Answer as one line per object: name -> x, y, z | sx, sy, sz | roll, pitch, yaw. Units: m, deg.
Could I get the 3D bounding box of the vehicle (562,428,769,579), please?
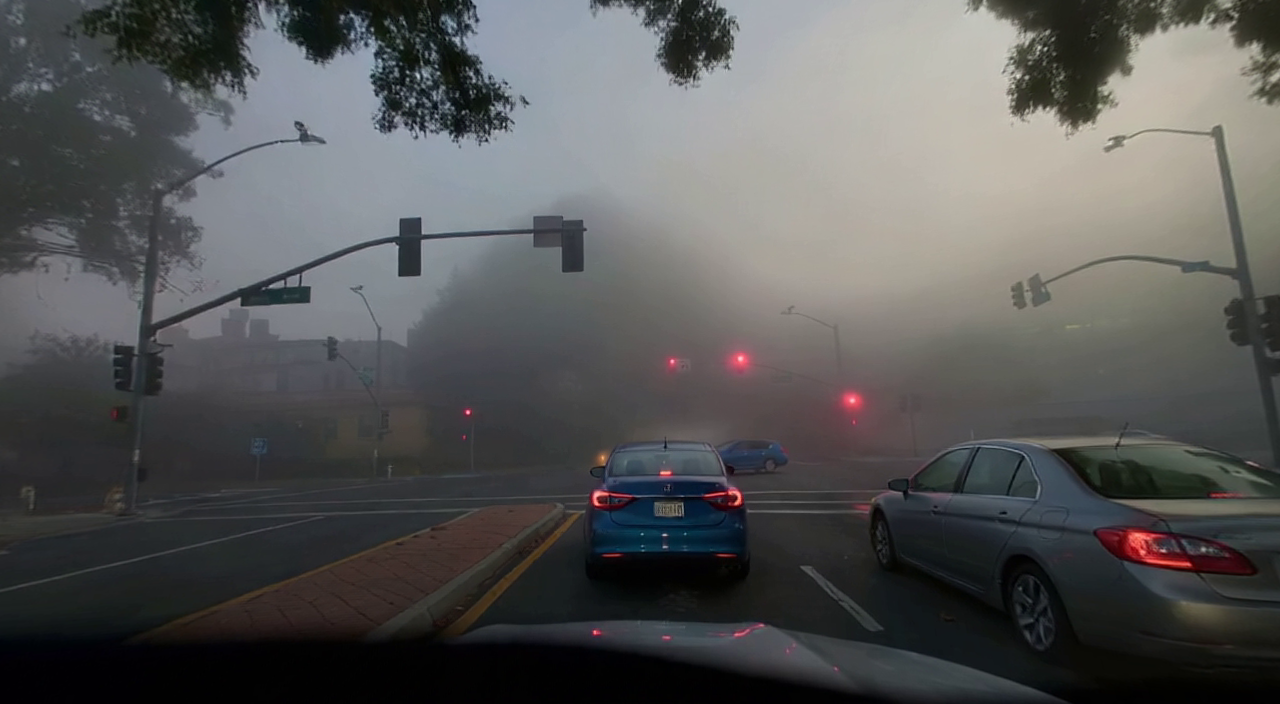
vehicle -> 0.294, 1.820, 8.326 | 2.090, 1.505, 3.756 | -1, -9, 1

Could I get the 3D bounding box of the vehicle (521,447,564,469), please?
vehicle -> -6.939, 7.580, 45.304 | 2.093, 1.476, 4.278 | -1, -9, 4

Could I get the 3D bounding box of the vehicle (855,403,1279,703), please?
vehicle -> 3.649, 1.341, 5.437 | 1.888, 1.486, 4.681 | 0, -9, -1
